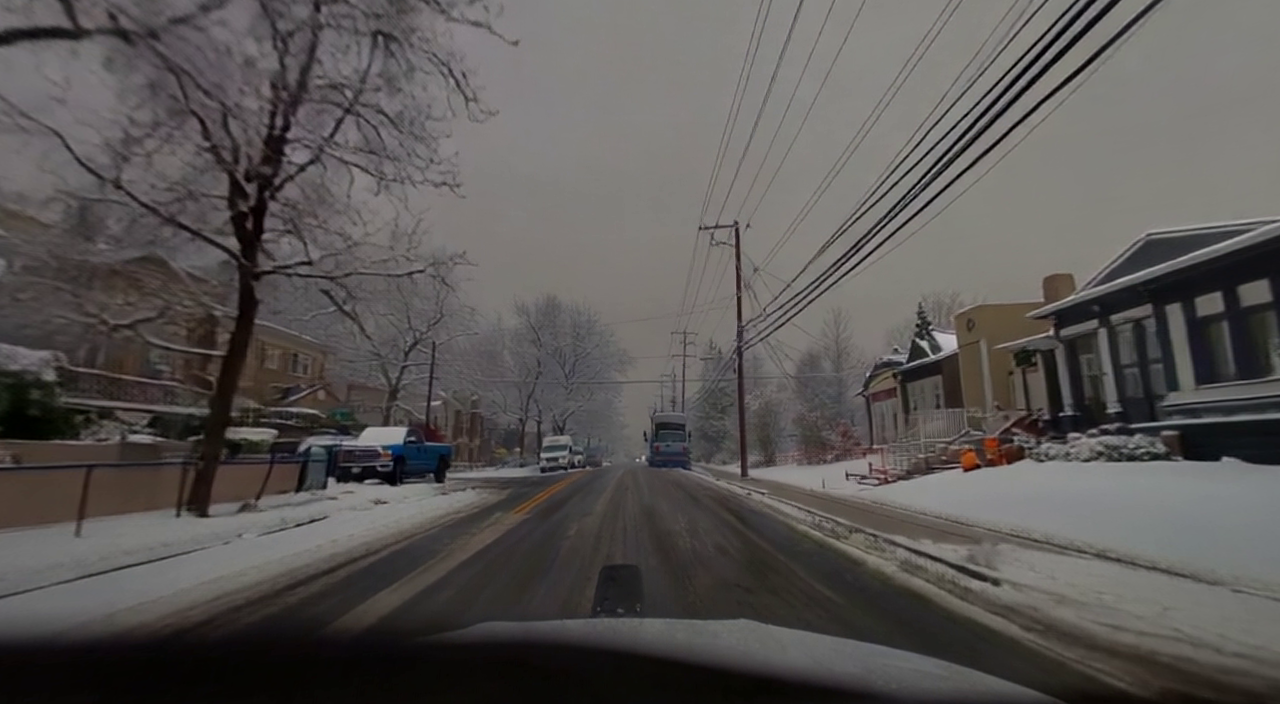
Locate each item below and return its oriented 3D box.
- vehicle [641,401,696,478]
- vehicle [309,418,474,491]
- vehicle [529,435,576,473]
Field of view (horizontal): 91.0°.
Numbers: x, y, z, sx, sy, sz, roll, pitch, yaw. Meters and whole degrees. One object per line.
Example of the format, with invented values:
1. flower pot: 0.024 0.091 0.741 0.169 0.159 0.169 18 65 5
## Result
1. vehicle: 1.699 5.820 40.088 2.915 3.793 9.963 3 -13 2
2. vehicle: -7.309 3.111 19.411 2.238 1.895 5.648 -1 -9 7
3. vehicle: -5.415 6.332 39.426 2.171 1.910 4.789 -1 -4 1
